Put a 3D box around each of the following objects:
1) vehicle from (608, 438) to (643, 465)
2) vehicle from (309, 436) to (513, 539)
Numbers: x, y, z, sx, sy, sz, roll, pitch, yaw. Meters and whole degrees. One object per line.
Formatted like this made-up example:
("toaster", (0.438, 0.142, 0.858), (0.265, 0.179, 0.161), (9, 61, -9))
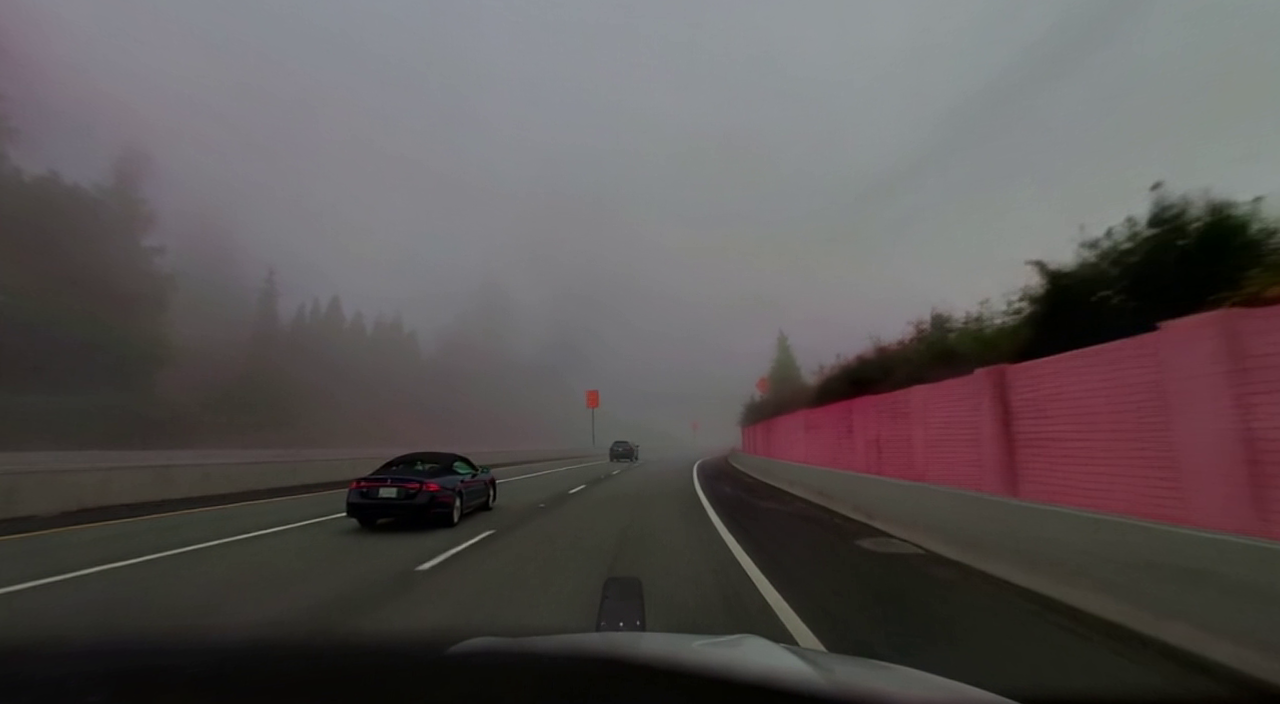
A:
("vehicle", (-0.919, 6.588, 41.889), (1.833, 1.697, 3.984), (-1, -9, 6))
("vehicle", (-3.629, 2.217, 10.976), (1.746, 1.405, 4.339), (-1, -9, 3))
